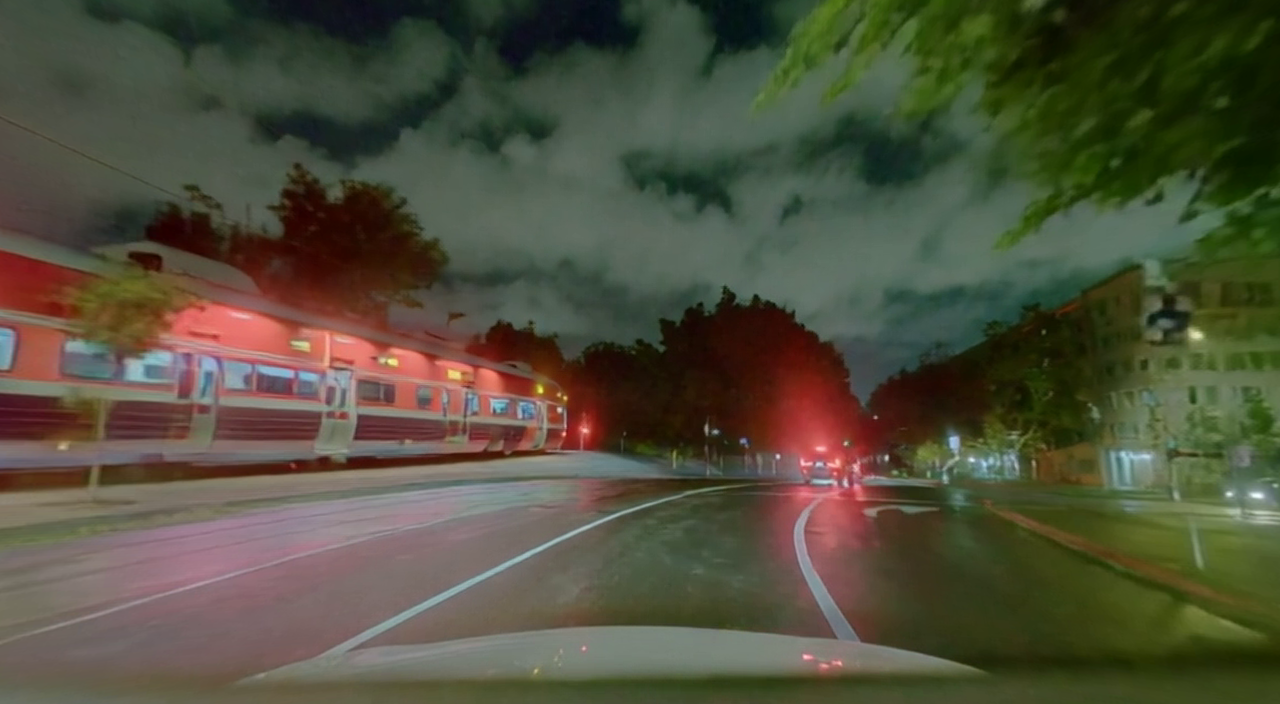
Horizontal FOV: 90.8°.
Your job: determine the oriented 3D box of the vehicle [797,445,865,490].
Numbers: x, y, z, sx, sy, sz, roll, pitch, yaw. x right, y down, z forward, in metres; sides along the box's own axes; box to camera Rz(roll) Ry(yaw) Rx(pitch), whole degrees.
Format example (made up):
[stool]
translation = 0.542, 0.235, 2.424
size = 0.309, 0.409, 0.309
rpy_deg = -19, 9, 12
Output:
[vehicle]
translation = 8.374, 4.930, 27.433
size = 2.263, 1.765, 4.237
rpy_deg = -4, -9, 23
